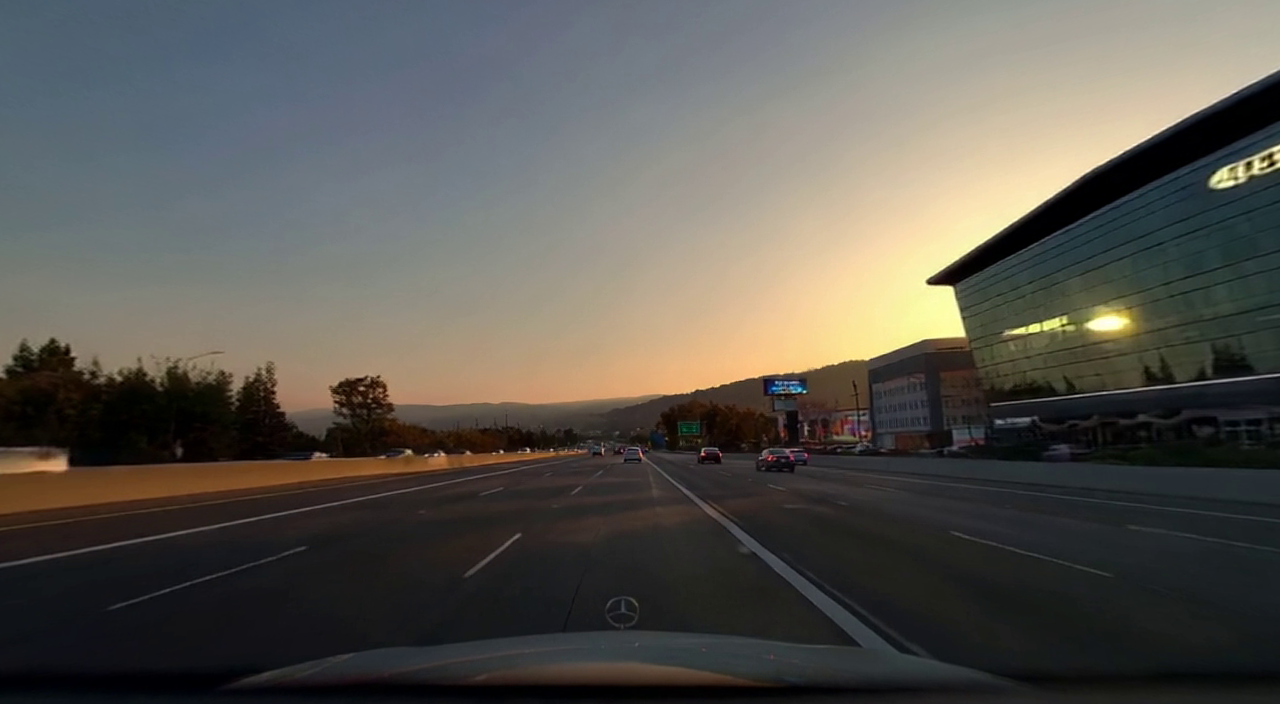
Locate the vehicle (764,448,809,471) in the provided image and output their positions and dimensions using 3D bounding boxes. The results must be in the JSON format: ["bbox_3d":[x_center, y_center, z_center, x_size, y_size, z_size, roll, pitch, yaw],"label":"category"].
[{"bbox_3d":[10.052,7.370,43.705,1.953,1.473,4.512,0,-9,-1],"label":"vehicle"}]
